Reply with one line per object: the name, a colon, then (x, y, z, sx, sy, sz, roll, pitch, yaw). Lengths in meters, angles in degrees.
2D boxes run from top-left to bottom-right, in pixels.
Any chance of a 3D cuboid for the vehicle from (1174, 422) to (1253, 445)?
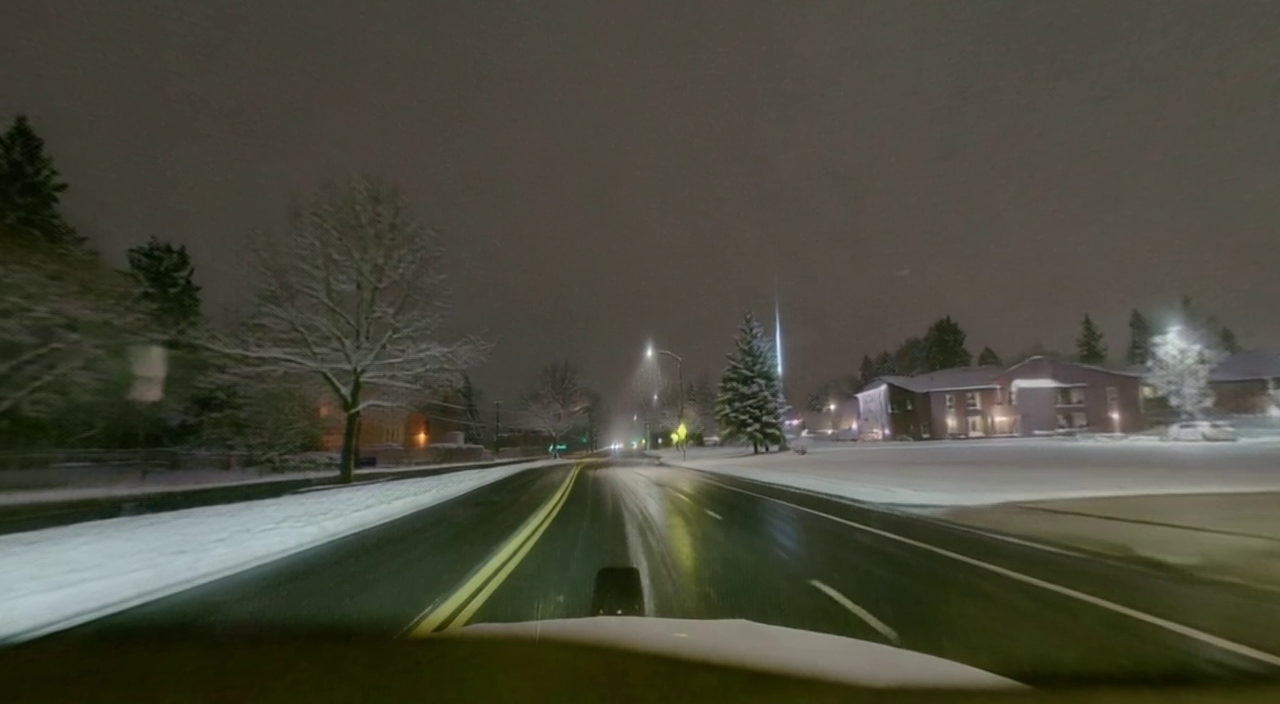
vehicle: (42.614, 6.107, 47.088, 1.788, 1.600, 4.685, -1, -9, 6)
